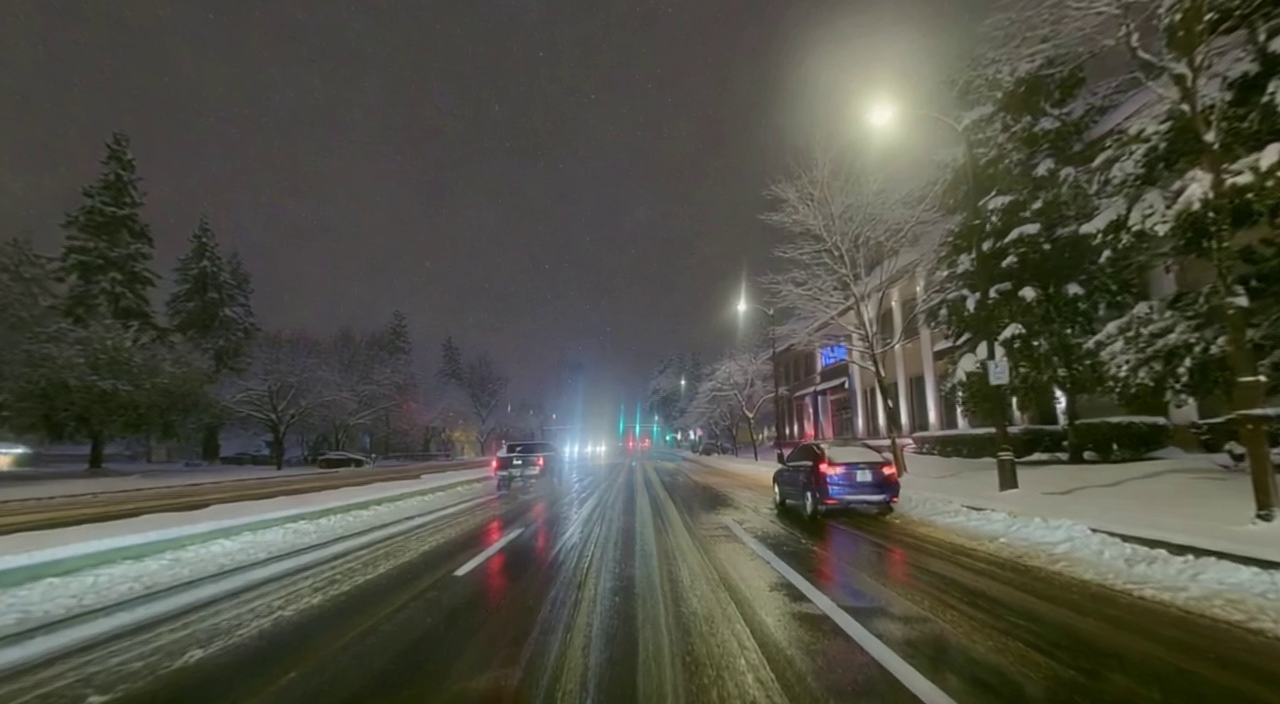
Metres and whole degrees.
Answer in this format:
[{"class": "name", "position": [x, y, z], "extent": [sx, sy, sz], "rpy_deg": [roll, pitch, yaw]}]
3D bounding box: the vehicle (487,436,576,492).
[{"class": "vehicle", "position": [-3.559, 3.779, 21.691], "extent": [2.145, 1.694, 4.642], "rpy_deg": [0, -9, 1]}]

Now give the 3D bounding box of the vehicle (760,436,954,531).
[{"class": "vehicle", "position": [3.866, 2.417, 12.286], "extent": [1.961, 1.482, 4.538], "rpy_deg": [0, -9, -3]}]
